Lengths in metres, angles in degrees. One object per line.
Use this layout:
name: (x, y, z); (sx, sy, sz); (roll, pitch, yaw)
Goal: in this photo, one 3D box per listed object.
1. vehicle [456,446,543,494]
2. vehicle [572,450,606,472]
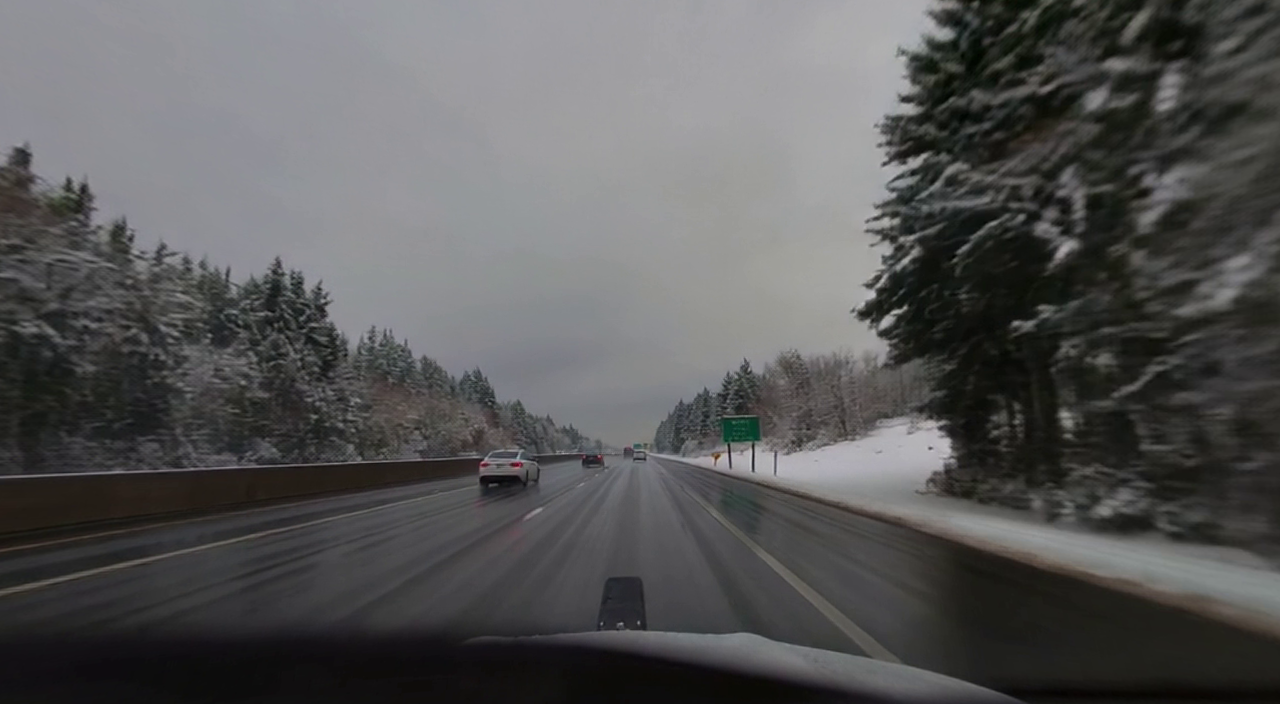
vehicle: (-4.817, 4.119, 22.328); (1.975, 1.501, 4.603); (0, -9, 0)
vehicle: (-3.487, 7.531, 43.669); (2.005, 1.474, 3.921); (0, -9, 0)
